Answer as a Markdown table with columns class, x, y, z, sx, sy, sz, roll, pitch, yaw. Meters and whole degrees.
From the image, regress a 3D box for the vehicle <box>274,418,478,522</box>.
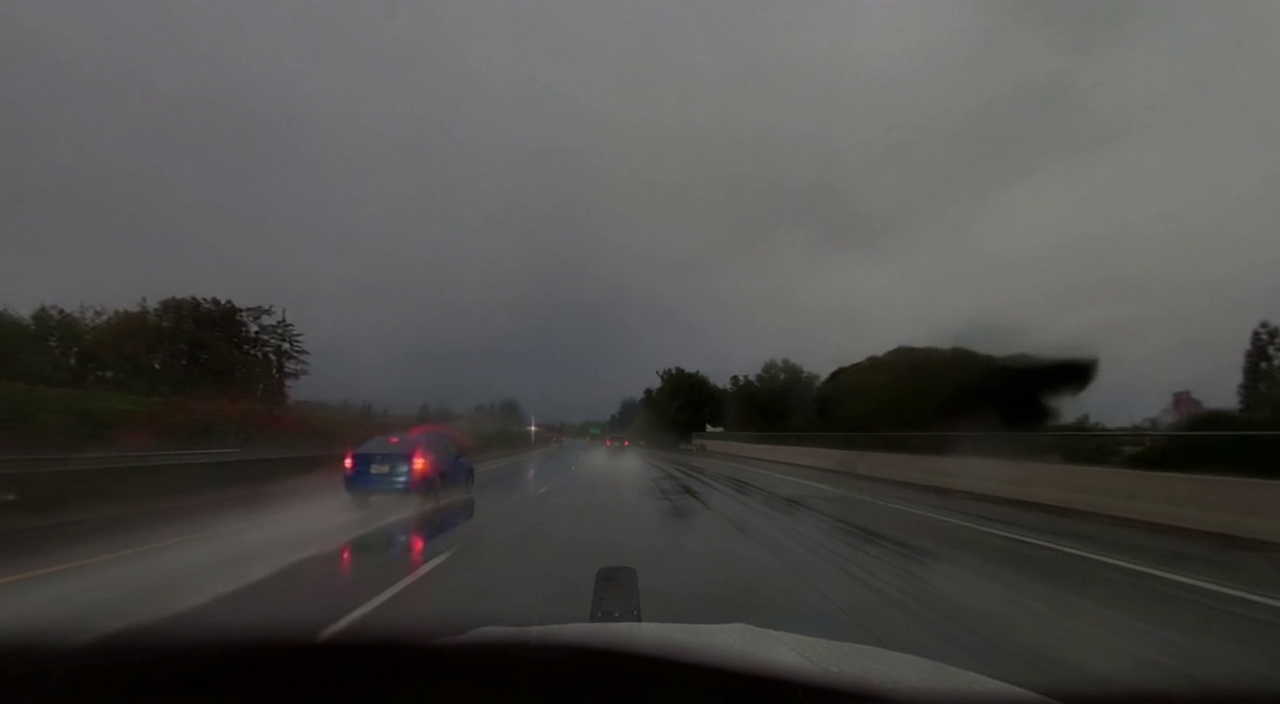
| class | x | y | z | sx | sy | sz | roll | pitch | yaw |
| --- | --- | --- | --- | --- | --- | --- | --- | --- | --- |
| vehicle | -4.807 | 2.205 | 12.461 | 2.039 | 1.627 | 4.844 | 0 | -8 | -1 |

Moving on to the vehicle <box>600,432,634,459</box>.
| class | x | y | z | sx | sy | sz | roll | pitch | yaw |
| --- | --- | --- | --- | --- | --- | --- | --- | --- | --- |
| vehicle | -1.491 | 5.841 | 39.638 | 2.041 | 1.618 | 3.898 | 0 | -8 | -4 |
